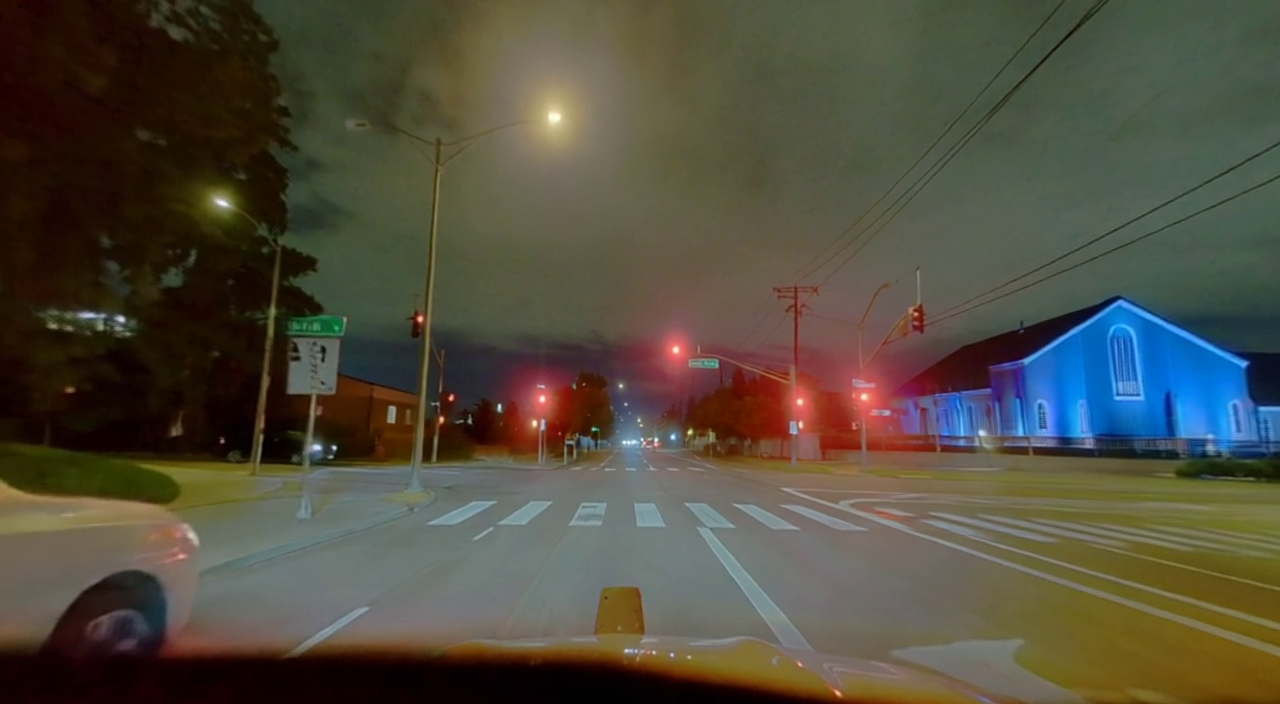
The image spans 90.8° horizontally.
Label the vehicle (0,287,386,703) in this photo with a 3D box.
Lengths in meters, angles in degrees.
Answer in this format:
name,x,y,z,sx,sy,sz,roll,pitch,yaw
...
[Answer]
name,x,y,z,sx,sy,sz,roll,pitch,yaw
vehicle,-3.297,0.701,1.931,2.271,1.885,6.346,0,-8,1
